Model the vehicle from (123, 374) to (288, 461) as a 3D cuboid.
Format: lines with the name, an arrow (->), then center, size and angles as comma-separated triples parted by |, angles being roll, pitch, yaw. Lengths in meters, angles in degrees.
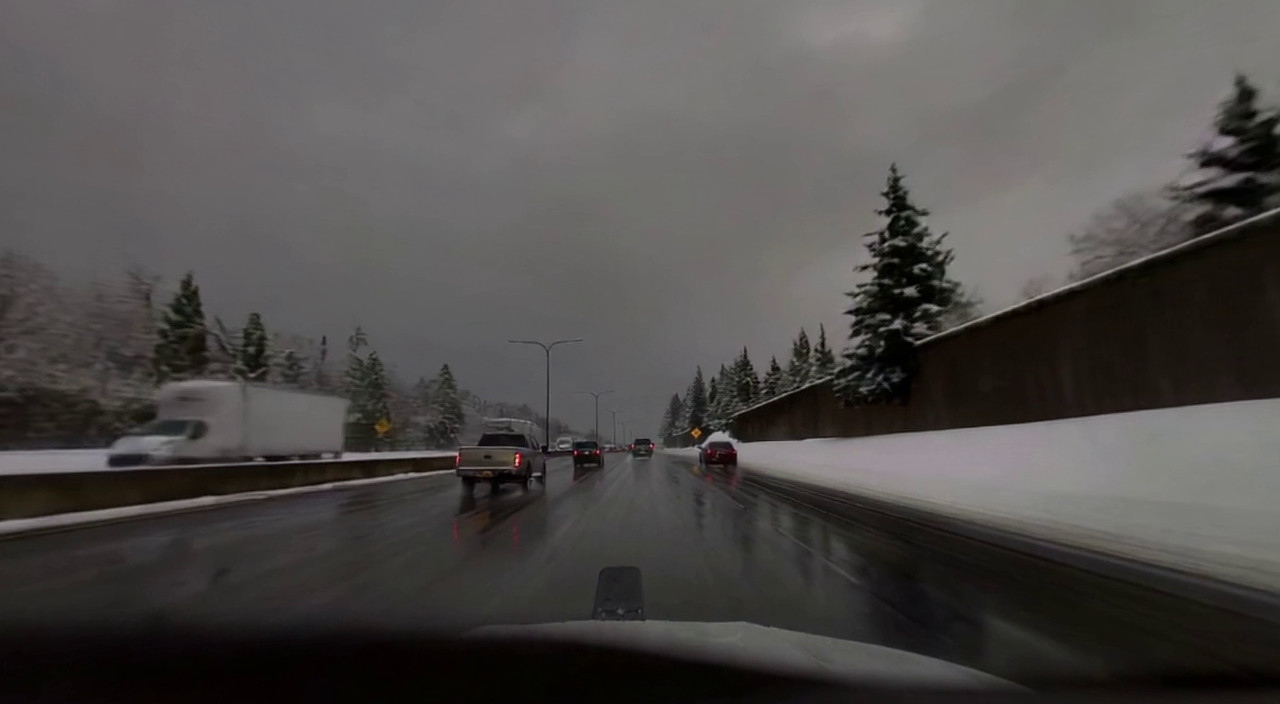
vehicle -> -20.980, 3.368, 31.056 | 3.039, 3.834, 6.726 | 0, -9, 1

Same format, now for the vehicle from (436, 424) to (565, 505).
vehicle -> -3.504, 2.961, 17.097 | 2.184, 1.819, 5.441 | 0, -9, 1

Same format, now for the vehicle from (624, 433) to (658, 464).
vehicle -> 0.094, 7.512, 49.023 | 2.485, 2.215, 5.199 | 0, -9, 0

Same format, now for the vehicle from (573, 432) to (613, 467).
vehicle -> -3.146, 6.676, 43.114 | 2.378, 2.214, 4.352 | 0, -9, 0

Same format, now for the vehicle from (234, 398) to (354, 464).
vehicle -> -20.996, 4.969, 38.876 | 2.782, 3.650, 7.779 | 0, -9, 1

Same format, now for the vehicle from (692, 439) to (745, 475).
vehicle -> 4.115, 5.611, 33.883 | 2.224, 1.752, 4.487 | 0, -9, -1
